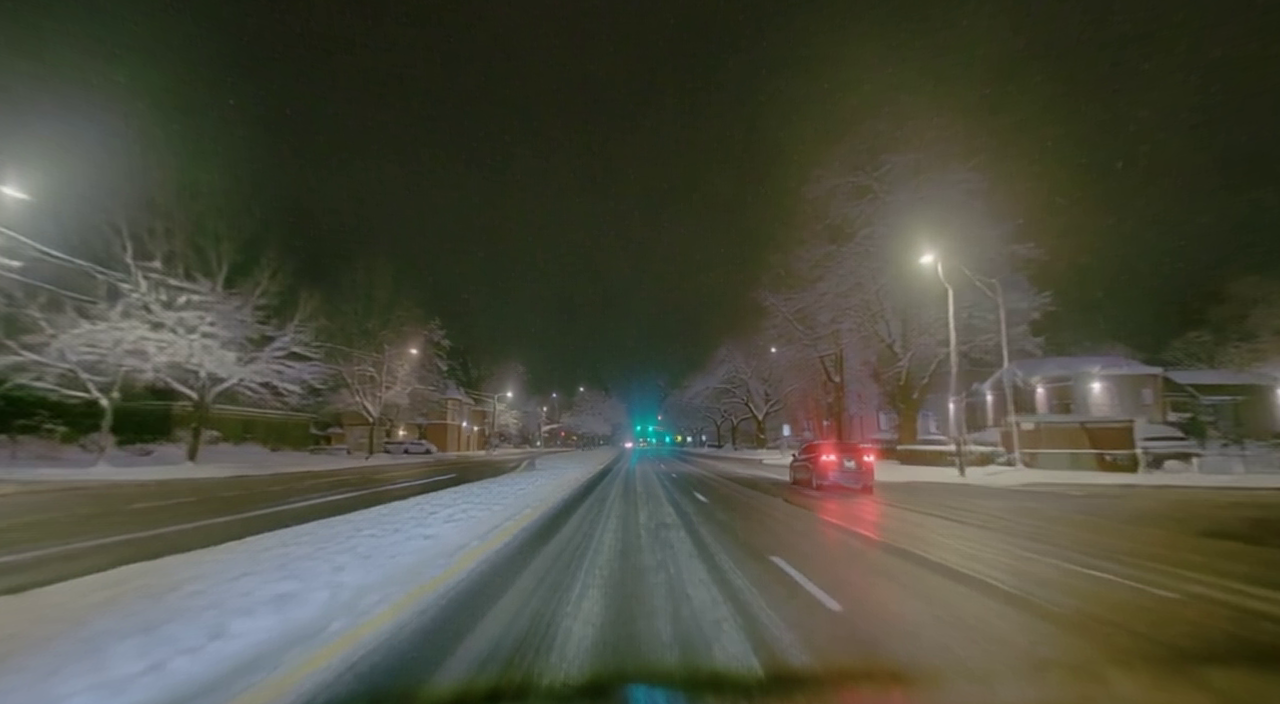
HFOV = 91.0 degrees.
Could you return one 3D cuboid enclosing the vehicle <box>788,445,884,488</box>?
[{"bbox_3d":[7.109,4.190,23.426,2.054,1.421,4.487,0,-8,-1],"label":"vehicle"}]
